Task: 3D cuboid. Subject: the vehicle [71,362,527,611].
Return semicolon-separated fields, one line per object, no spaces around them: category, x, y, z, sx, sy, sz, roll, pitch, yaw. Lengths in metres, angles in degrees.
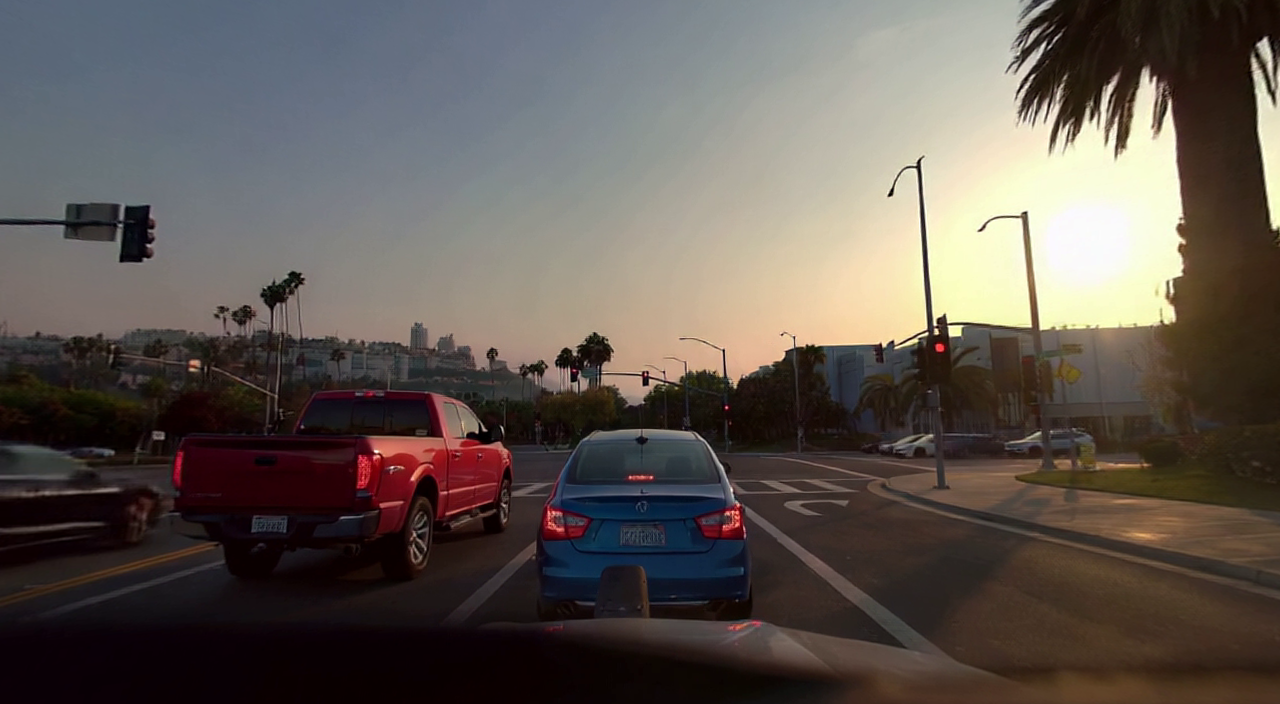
vehicle;-3.246;1.475;7.895;2.330;1.969;5.626;-1;-8;3

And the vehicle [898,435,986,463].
vehicle;18.823;6.082;39.293;4.466;1.717;1.963;0;-8;2

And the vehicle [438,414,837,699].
vehicle;0.017;1.400;5.501;2.122;1.501;4.152;0;-8;1
